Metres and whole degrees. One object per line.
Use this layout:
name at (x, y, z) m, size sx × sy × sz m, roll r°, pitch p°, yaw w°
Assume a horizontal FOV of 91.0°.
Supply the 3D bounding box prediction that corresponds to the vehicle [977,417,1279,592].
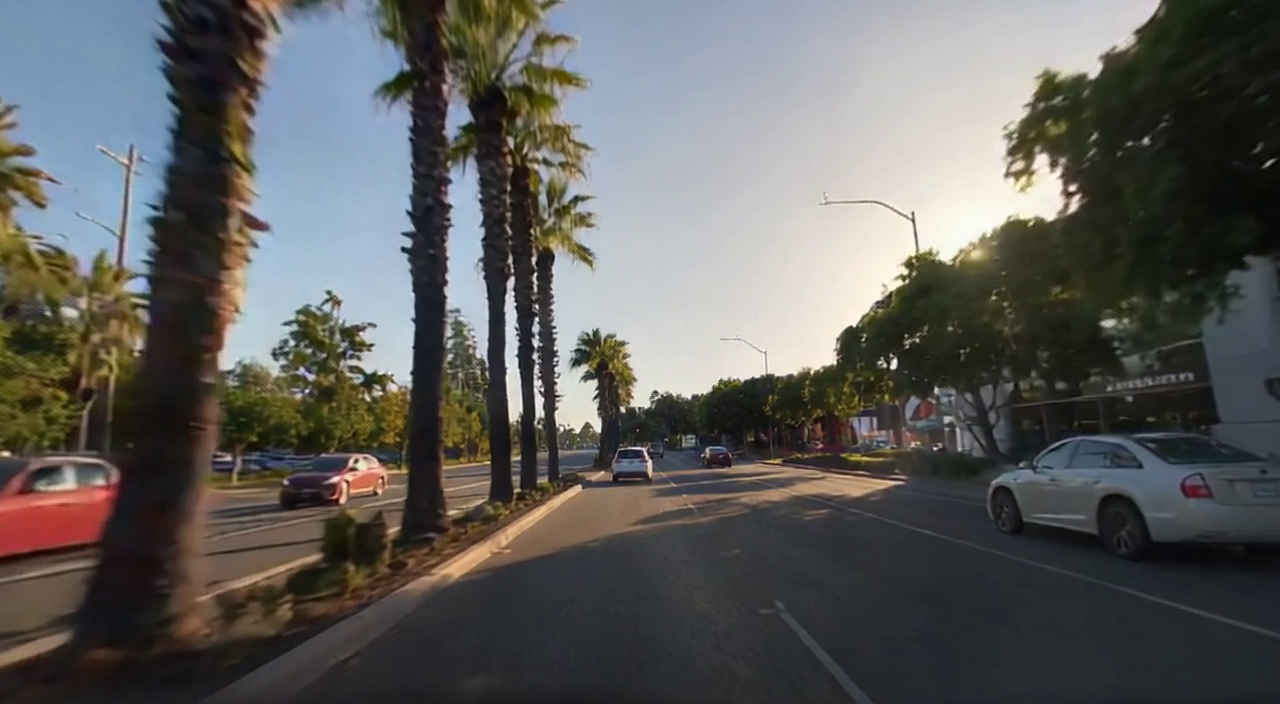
vehicle at (6.390, 1.747, 7.998) m, size 1.949 × 1.647 × 3.894 m, roll 0°, pitch -9°, yaw -1°

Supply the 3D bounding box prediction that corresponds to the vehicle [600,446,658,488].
vehicle at (-0.398, 4.184, 23.195) m, size 1.970 × 1.402 × 3.756 m, roll 0°, pitch -9°, yaw -1°

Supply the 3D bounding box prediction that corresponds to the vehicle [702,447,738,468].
vehicle at (5.825, 7.745, 46.361) m, size 1.970 × 1.461 × 4.267 m, roll 0°, pitch -9°, yaw -2°

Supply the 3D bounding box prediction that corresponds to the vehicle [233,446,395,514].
vehicle at (-8.527, 3.338, 17.018) m, size 1.930 × 1.478 × 4.552 m, roll -1°, pitch -8°, yaw 0°

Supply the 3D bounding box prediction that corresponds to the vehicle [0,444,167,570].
vehicle at (-8.687, 1.925, 7.845) m, size 2.088 × 1.471 × 4.534 m, roll -1°, pitch -8°, yaw 0°

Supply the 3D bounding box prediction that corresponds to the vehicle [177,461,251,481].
vehicle at (-33.498, 9.364, 49.555) m, size 4.389 × 1.448 × 1.925 m, roll 0°, pitch -9°, yaw 2°
